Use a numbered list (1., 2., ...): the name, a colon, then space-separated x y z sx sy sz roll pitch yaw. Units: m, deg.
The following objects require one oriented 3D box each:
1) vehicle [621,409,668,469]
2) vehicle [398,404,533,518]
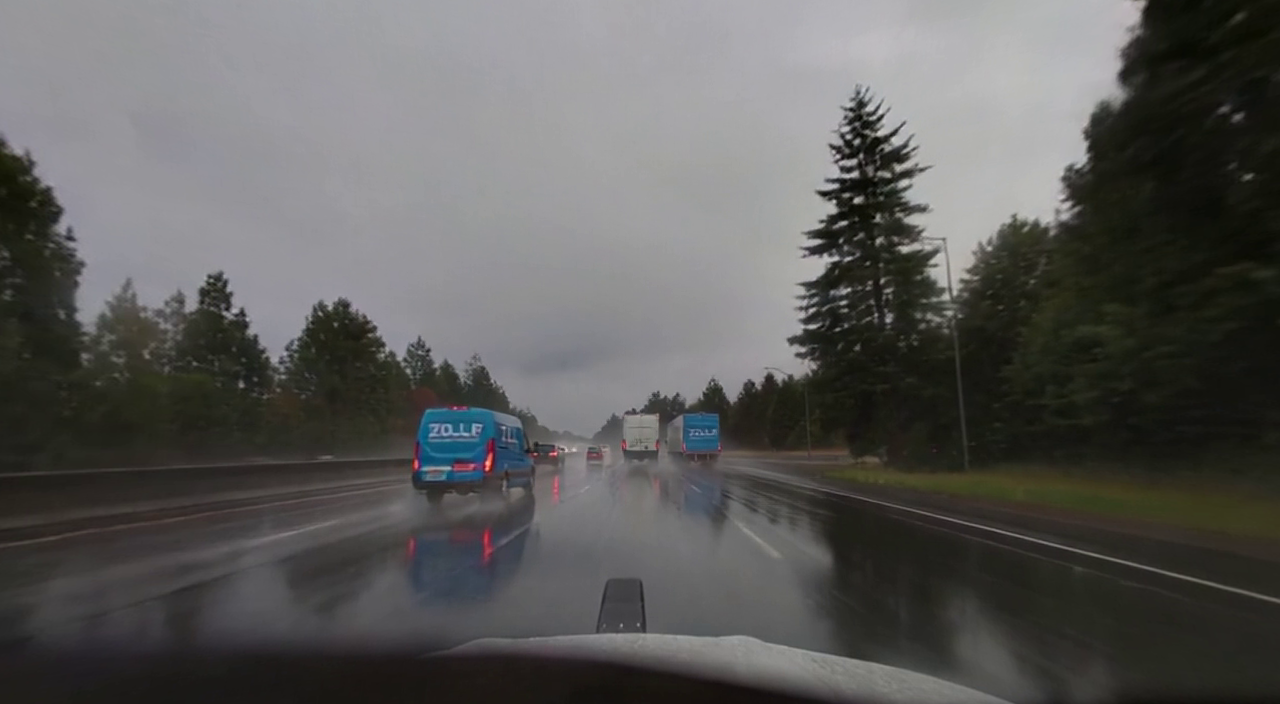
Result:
1. vehicle: 0.259 6.802 48.717 3.201 4.019 10.918 0 -9 0
2. vehicle: -3.757 2.425 14.299 2.033 2.234 3.490 0 -9 0
